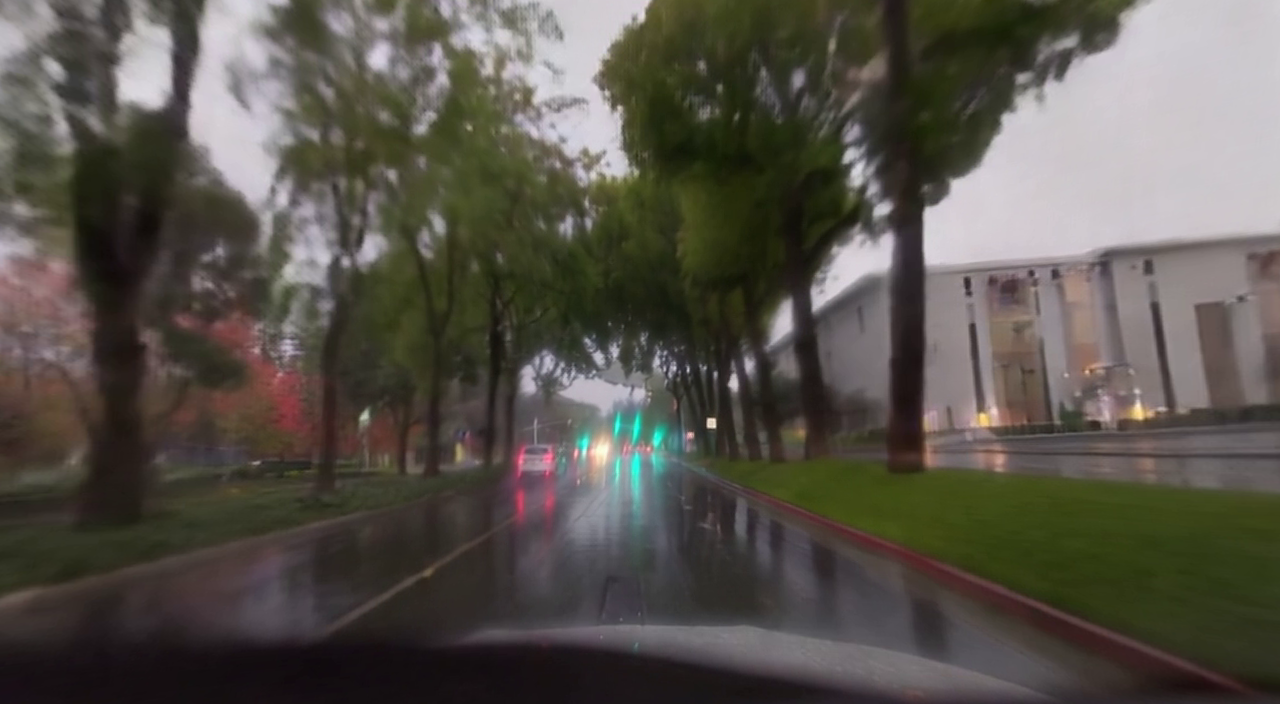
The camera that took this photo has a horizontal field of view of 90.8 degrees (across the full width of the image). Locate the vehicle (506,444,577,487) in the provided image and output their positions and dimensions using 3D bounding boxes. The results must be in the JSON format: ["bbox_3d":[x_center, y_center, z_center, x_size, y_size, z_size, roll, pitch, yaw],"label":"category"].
[{"bbox_3d":[-3.583,4.197,23.734,1.932,1.431,4.144,0,-8,1],"label":"vehicle"}]
